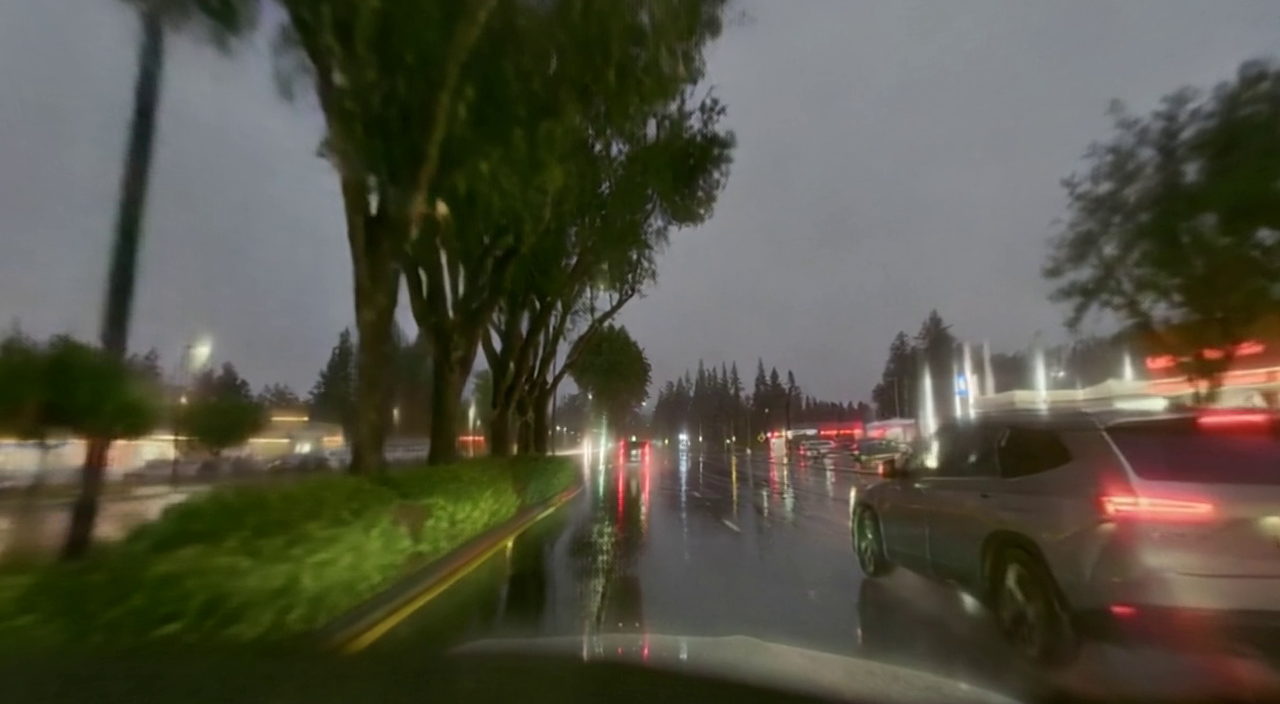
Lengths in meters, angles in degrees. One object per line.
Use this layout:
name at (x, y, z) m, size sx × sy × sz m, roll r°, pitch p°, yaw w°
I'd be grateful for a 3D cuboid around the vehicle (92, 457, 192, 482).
vehicle at (-32.510, 7.666, 41.432) m, size 4.741 × 1.442 × 1.957 m, roll 4°, pitch -10°, yaw -27°

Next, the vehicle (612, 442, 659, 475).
vehicle at (-0.233, 5.104, 30.579) m, size 2.126 × 1.475 × 3.967 m, roll 0°, pitch -8°, yaw -1°

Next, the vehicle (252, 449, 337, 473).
vehicle at (-23.354, 7.361, 42.819) m, size 4.625 × 1.516 × 2.007 m, roll 0°, pitch -8°, yaw 2°

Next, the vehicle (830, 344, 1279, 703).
vehicle at (3.218, 1.132, 4.713) m, size 2.110 × 1.698 × 4.397 m, roll 0°, pitch -9°, yaw -2°
